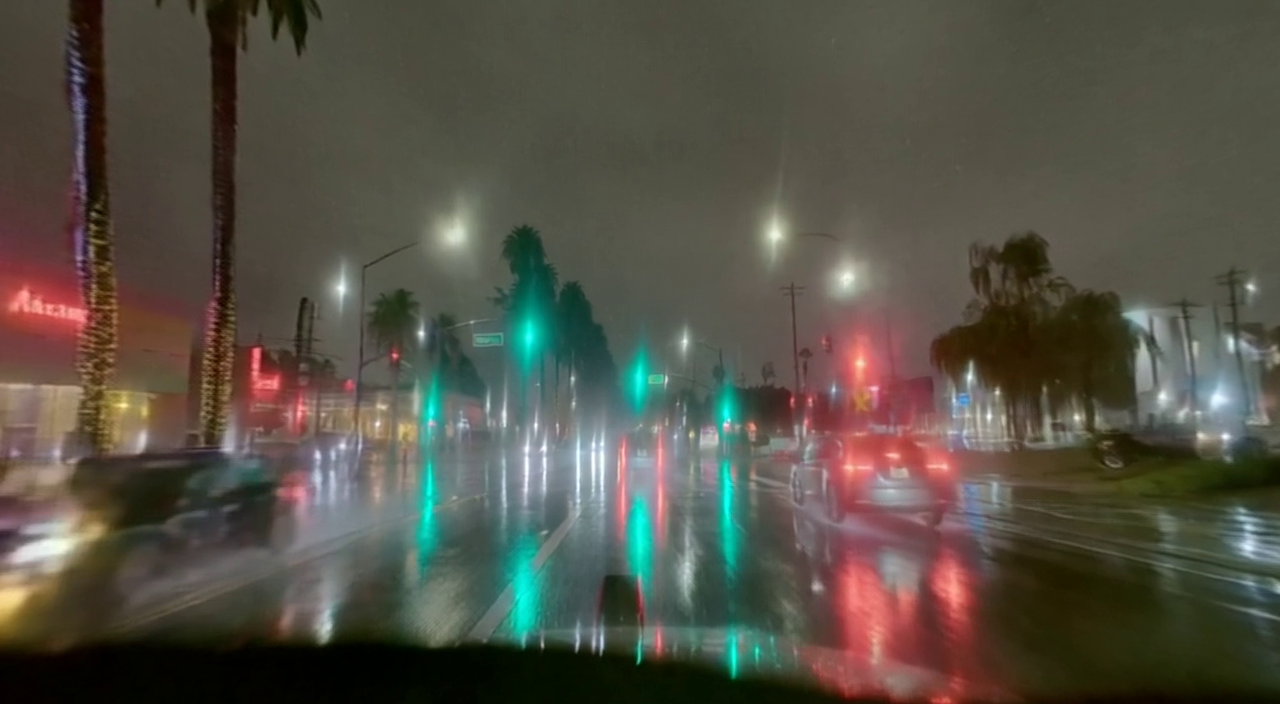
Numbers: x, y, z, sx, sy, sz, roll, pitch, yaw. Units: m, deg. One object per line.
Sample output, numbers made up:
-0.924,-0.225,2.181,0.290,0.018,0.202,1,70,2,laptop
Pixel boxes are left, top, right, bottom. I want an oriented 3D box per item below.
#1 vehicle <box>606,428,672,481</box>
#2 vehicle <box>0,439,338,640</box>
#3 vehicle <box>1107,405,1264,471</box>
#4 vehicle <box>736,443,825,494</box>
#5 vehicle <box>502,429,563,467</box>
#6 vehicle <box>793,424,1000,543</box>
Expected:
-0.068,3.885,24.136,2.264,1.798,4.531,0,-8,-1,vehicle
-5.425,1.715,6.947,2.009,1.461,4.484,0,-8,0,vehicle
16.879,2.600,19.606,3.704,1.556,1.790,-3,-1,-14,vehicle
4.412,3.712,20.575,1.963,1.449,4.653,0,-8,2,vehicle
-5.551,5.044,33.325,2.324,1.808,4.946,0,-8,0,vehicle
4.289,2.247,11.526,2.070,1.711,4.480,-1,-8,3,vehicle
